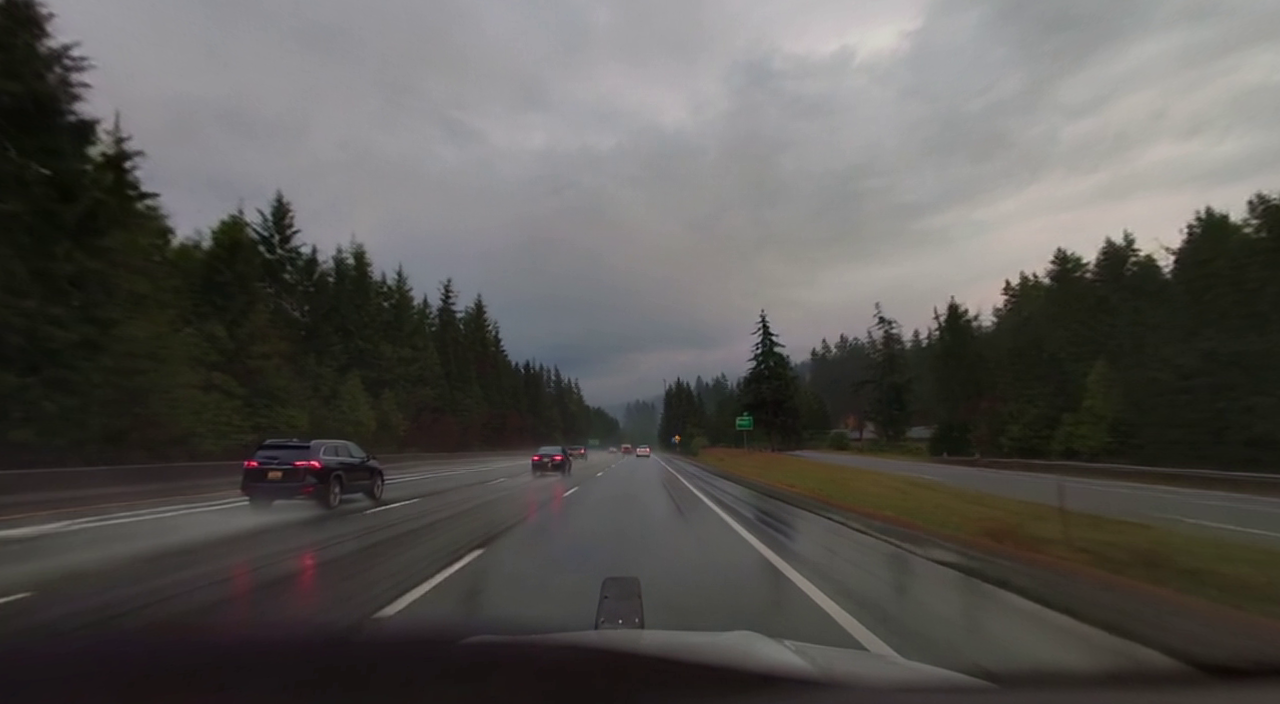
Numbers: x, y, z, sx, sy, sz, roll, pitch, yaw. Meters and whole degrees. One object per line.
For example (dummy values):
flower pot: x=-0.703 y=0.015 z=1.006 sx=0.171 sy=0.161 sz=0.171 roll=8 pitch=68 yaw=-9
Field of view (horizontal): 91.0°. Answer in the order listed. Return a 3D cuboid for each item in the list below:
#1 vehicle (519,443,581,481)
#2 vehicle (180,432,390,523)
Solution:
vehicle: x=-4.045 y=5.026 z=29.050 sx=2.104 sy=1.558 sz=4.639 roll=0 pitch=-9 yaw=1
vehicle: x=-7.232 y=2.581 z=13.461 sx=2.007 sy=1.616 sz=4.141 roll=0 pitch=-9 yaw=1
